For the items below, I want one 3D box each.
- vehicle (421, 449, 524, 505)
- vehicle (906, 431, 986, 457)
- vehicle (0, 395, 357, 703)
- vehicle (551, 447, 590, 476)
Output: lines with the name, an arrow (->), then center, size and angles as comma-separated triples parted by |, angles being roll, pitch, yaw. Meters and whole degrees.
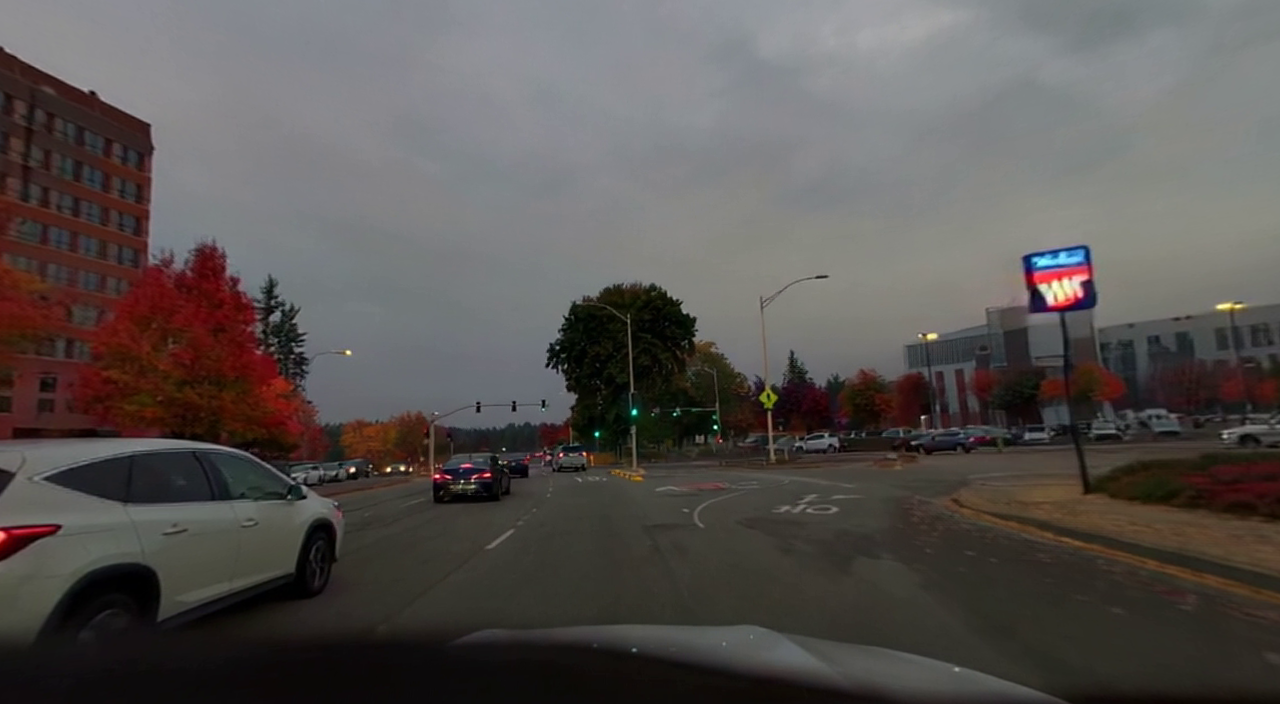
vehicle -> -5.061, 3.839, 19.908 | 2.090, 1.506, 5.326 | 1, -9, -3
vehicle -> 22.309, 6.763, 46.083 | 2.017, 1.746, 4.727 | 7, -11, -37
vehicle -> -4.137, 1.273, 4.535 | 2.085, 1.663, 4.513 | 1, -9, 0
vehicle -> -4.373, 6.789, 39.219 | 2.144, 1.704, 4.028 | 2, -9, -10
